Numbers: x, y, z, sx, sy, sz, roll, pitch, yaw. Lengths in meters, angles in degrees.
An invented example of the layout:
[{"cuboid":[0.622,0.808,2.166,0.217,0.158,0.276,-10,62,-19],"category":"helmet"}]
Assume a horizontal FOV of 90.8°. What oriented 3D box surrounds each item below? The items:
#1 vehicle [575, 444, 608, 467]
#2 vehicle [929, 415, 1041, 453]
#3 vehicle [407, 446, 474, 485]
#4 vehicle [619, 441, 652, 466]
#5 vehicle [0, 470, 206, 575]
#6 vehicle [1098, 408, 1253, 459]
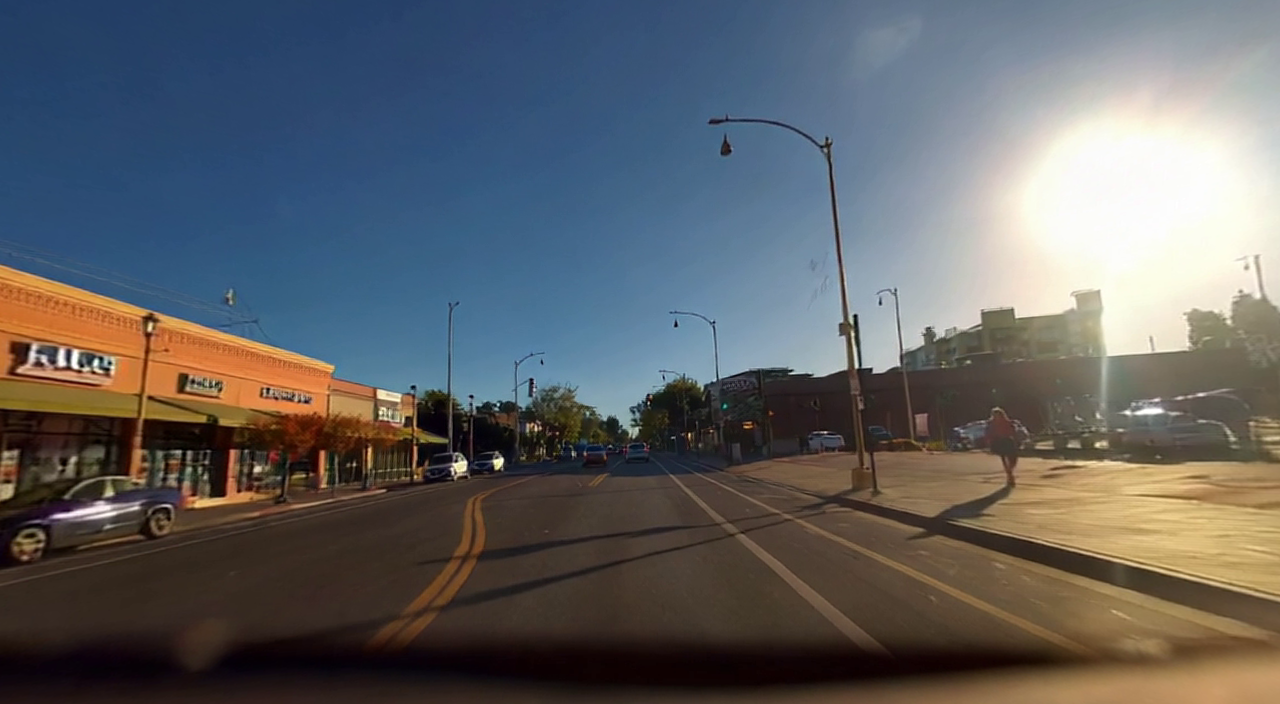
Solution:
[{"cuboid":[-3.223,6.950,42.664,1.987,1.461,4.228,0,-8,-1],"category":"vehicle"},{"cuboid":[16.745,4.006,30.854,4.135,1.753,2.122,0,-8,1],"category":"vehicle"},{"cuboid":[-10.873,6.183,34.786,2.033,1.930,4.786,0,-8,1],"category":"vehicle"},{"cuboid":[-0.281,6.866,42.802,2.105,1.611,3.750,0,-8,0],"category":"vehicle"},{"cuboid":[-10.966,3.130,12.319,1.828,1.470,4.523,0,-8,-1],"category":"vehicle"},{"cuboid":[17.048,2.695,20.459,1.773,1.446,4.421,-2,-9,10],"category":"vehicle"}]
